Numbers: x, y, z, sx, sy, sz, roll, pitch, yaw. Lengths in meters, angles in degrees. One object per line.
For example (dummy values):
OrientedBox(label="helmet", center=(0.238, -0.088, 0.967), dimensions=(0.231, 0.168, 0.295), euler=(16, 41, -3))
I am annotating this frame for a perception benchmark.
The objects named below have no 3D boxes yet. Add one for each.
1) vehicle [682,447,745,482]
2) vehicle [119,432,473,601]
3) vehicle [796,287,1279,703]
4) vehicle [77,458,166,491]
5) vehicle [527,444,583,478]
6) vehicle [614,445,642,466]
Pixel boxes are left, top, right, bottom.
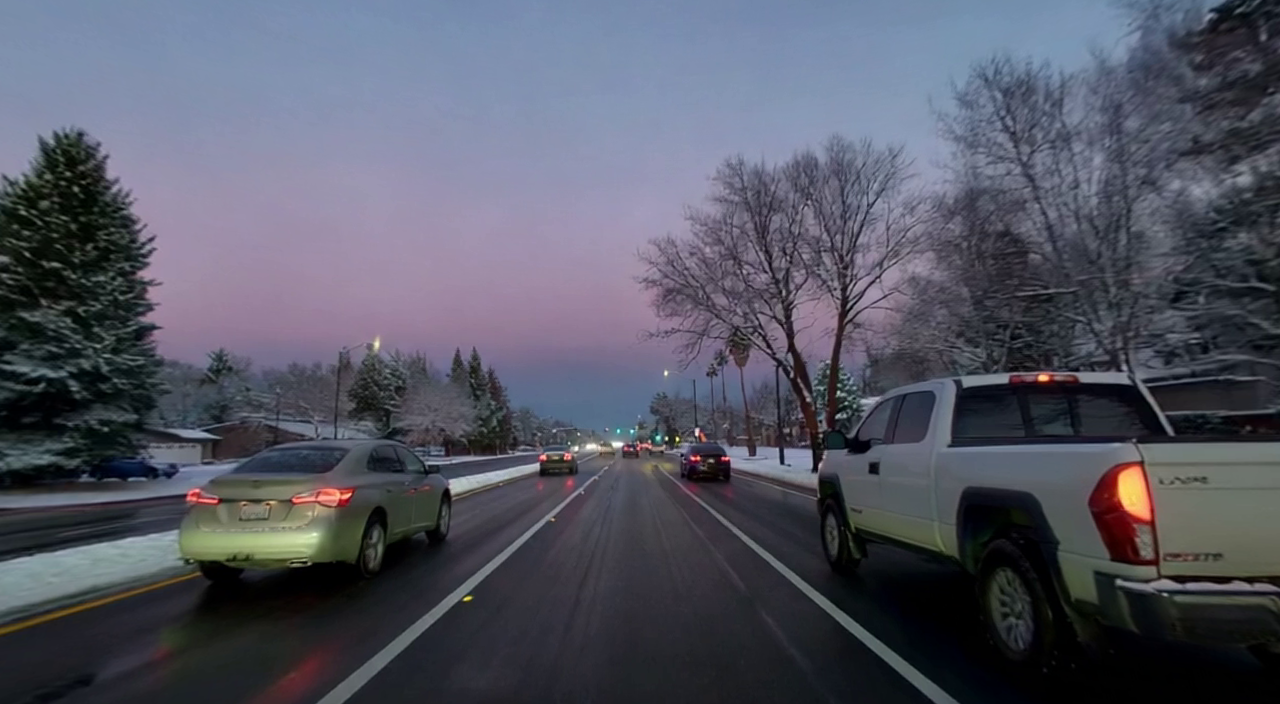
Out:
OrientedBox(label="vehicle", center=(3.204, 5.036, 28.687), dimensions=(2.149, 1.421, 4.805), euler=(0, -9, -2))
OrientedBox(label="vehicle", center=(-3.710, 1.826, 7.963), dimensions=(2.094, 1.509, 4.286), euler=(0, -9, -1))
OrientedBox(label="vehicle", center=(3.351, 1.154, 5.413), dimensions=(2.478, 2.030, 5.723), euler=(0, -9, -1))
OrientedBox(label="vehicle", center=(-34.624, 8.159, 42.207), dimensions=(5.036, 1.823, 2.374), euler=(-7, -11, 22))
OrientedBox(label="vehicle", center=(-4.175, 5.421, 31.786), dimensions=(2.263, 1.548, 4.555), euler=(0, -9, -1))
OrientedBox(label="vehicle", center=(-0.980, 8.127, 49.649), dimensions=(2.065, 1.528, 3.787), euler=(0, -9, -2))
